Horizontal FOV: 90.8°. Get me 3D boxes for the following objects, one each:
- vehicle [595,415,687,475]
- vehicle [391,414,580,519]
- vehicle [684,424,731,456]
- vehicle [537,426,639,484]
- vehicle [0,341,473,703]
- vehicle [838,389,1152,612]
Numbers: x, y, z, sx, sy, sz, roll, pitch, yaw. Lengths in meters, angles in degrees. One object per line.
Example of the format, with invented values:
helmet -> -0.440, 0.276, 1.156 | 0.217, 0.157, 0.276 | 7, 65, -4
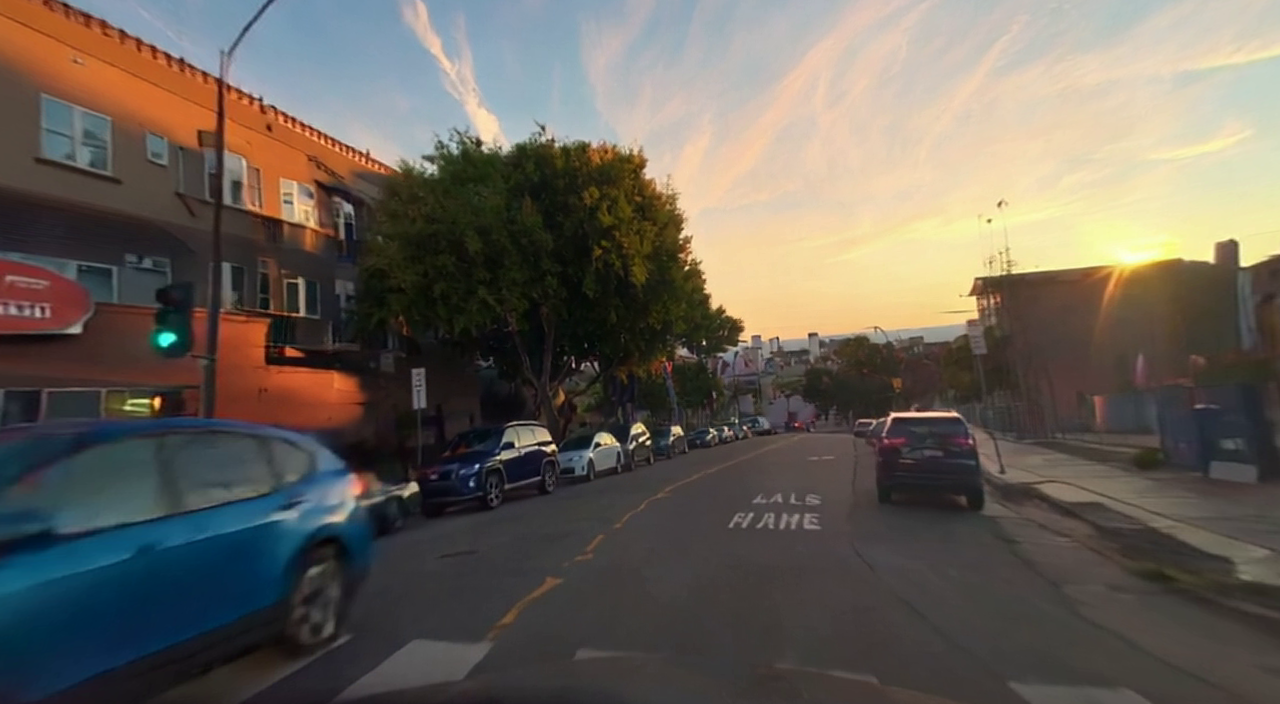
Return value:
vehicle -> 0.197, 3.968, 27.758 | 2.260, 2.136, 5.669 | -7, -7, 17
vehicle -> -3.742, 2.814, 16.560 | 2.120, 2.078, 5.403 | -8, -7, 18
vehicle -> 4.412, 5.604, 40.585 | 1.948, 1.693, 4.325 | -7, -7, 19
vehicle -> -1.711, 3.582, 22.165 | 1.960, 1.765, 4.343 | -4, -9, 19
vehicle -> -2.982, 1.046, 3.446 | 2.181, 1.723, 4.692 | -3, -9, 10
vehicle -> 3.190, 1.346, 6.636 | 1.892, 1.481, 4.365 | -4, -9, 19
